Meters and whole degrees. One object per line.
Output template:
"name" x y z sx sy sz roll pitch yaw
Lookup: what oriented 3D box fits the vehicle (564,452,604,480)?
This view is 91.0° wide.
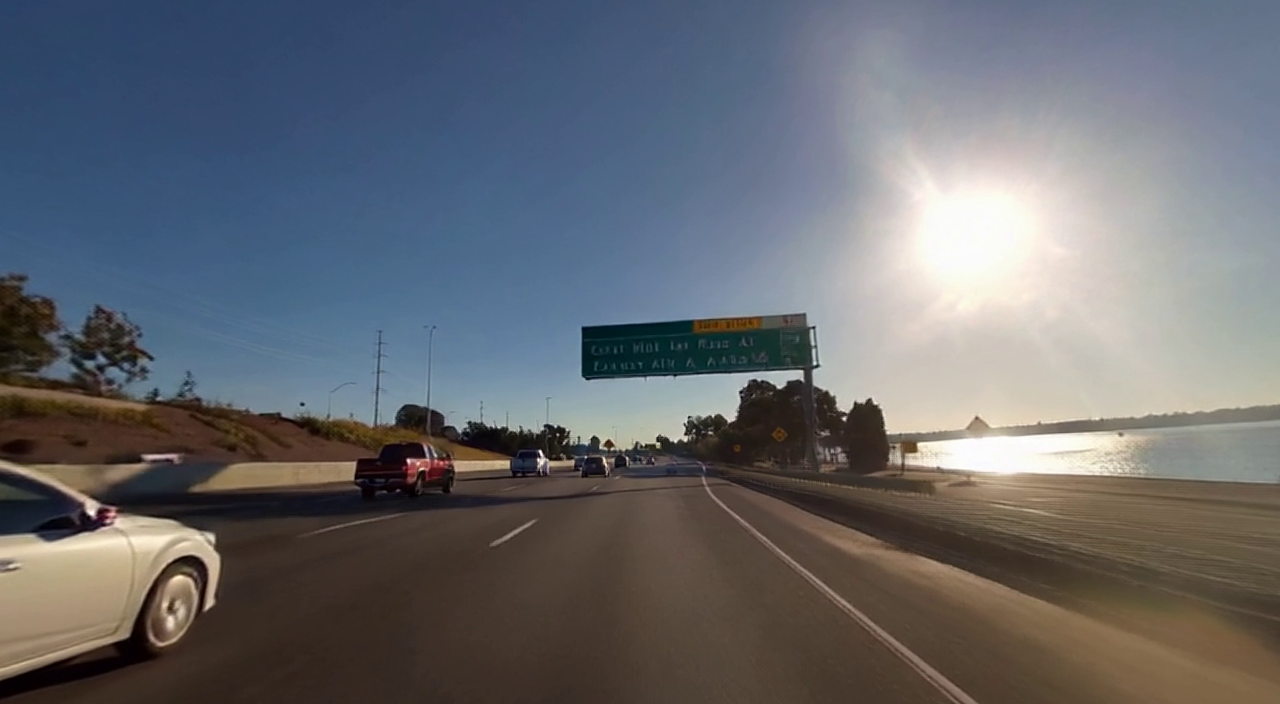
"vehicle" -3.601 7.483 41.579 2.132 1.708 4.571 0 -9 1

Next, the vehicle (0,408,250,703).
"vehicle" -4.030 0.963 2.471 2.027 1.547 4.511 0 -9 1

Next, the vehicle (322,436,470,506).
"vehicle" -7.379 3.661 19.909 2.250 1.870 5.647 0 -9 2

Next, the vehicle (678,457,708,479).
"vehicle" 3.936 8.701 47.402 2.153 1.510 4.646 0 -9 4
